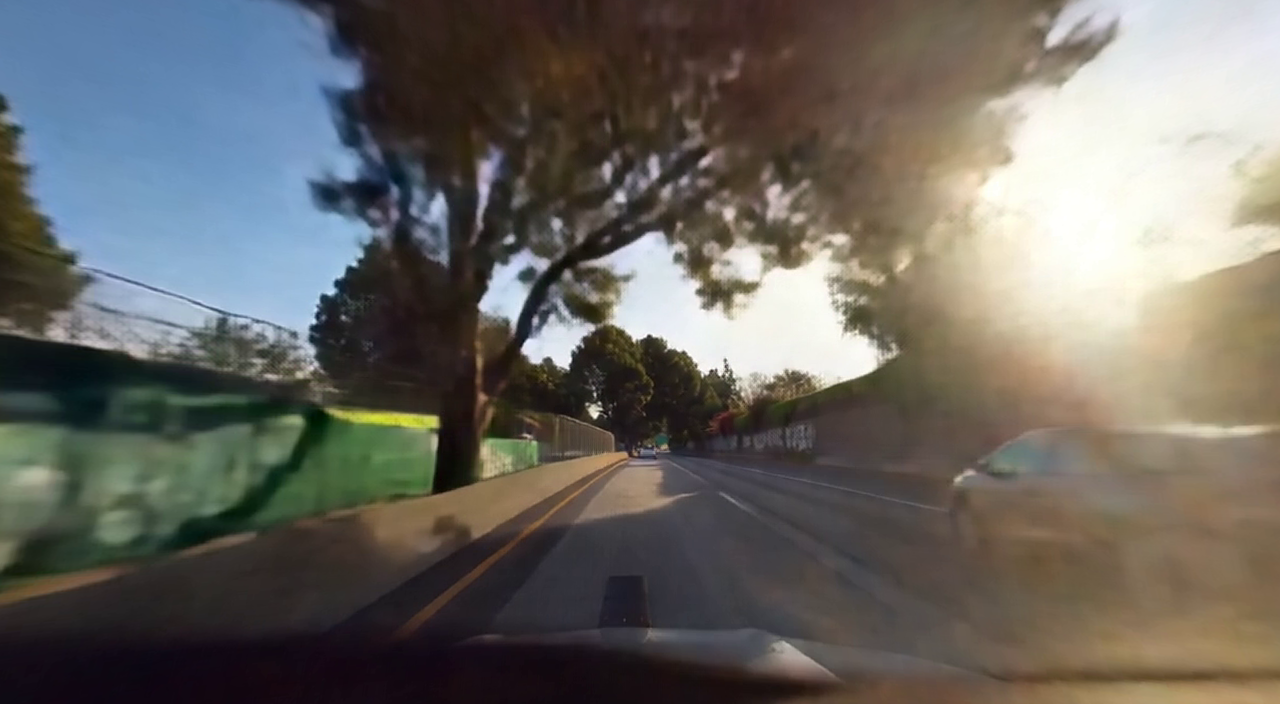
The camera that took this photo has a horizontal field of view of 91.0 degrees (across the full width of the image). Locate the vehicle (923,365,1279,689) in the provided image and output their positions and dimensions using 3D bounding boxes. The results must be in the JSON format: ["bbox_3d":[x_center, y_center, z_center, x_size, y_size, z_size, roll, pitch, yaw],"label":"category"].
[{"bbox_3d":[4.514,1.221,5.306,2.161,1.717,4.440,0,-8,0],"label":"vehicle"}]
